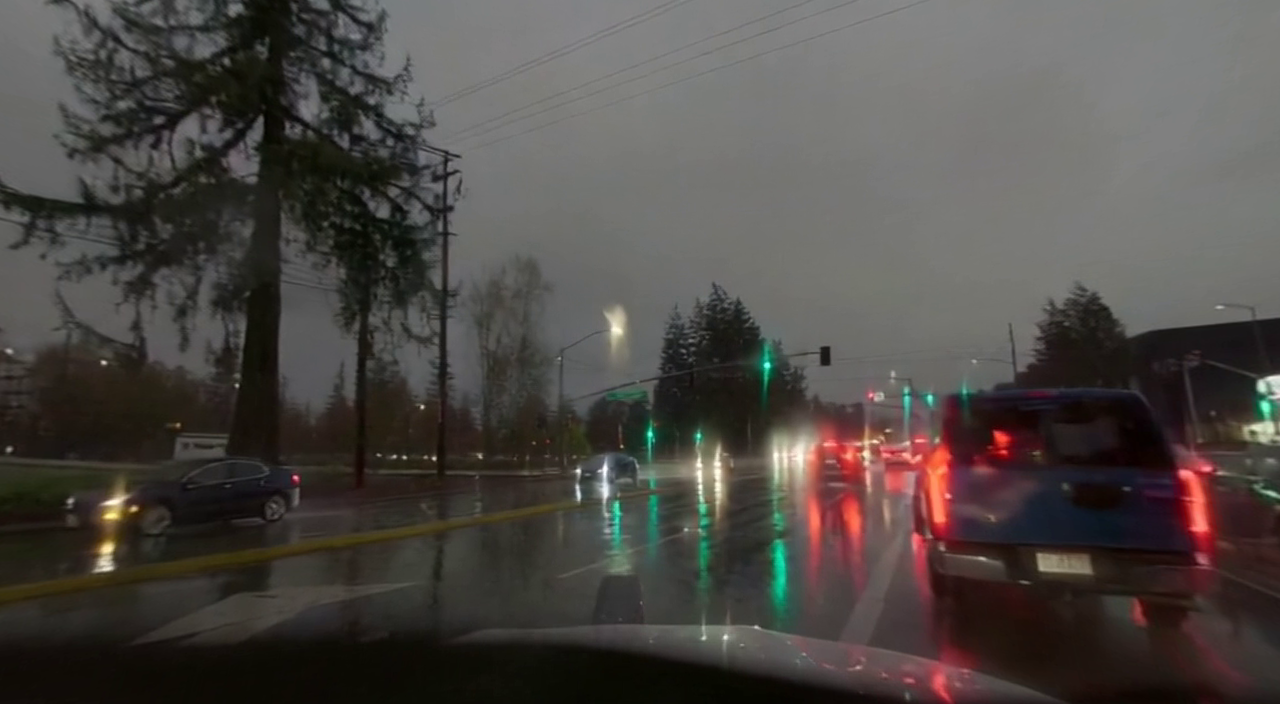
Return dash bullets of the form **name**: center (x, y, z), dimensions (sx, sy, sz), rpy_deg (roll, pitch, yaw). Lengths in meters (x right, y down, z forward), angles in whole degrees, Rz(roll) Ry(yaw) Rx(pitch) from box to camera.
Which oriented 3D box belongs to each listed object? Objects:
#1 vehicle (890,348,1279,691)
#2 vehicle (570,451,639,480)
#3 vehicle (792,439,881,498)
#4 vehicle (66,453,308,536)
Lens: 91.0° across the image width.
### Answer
- **vehicle**: center (3.657, 1.280, 5.942), dimensions (2.188, 1.892, 4.488), rpy_deg (-4, -9, 23)
- **vehicle**: center (-1.948, 6.451, 36.156), dimensions (2.005, 1.489, 4.650), rpy_deg (-4, -10, 24)
- **vehicle**: center (5.941, 3.396, 18.720), dimensions (2.010, 1.515, 4.152), rpy_deg (-4, -9, 23)
- **vehicle**: center (-11.221, 3.464, 16.031), dimensions (2.018, 1.715, 4.451), rpy_deg (-4, -10, 25)
